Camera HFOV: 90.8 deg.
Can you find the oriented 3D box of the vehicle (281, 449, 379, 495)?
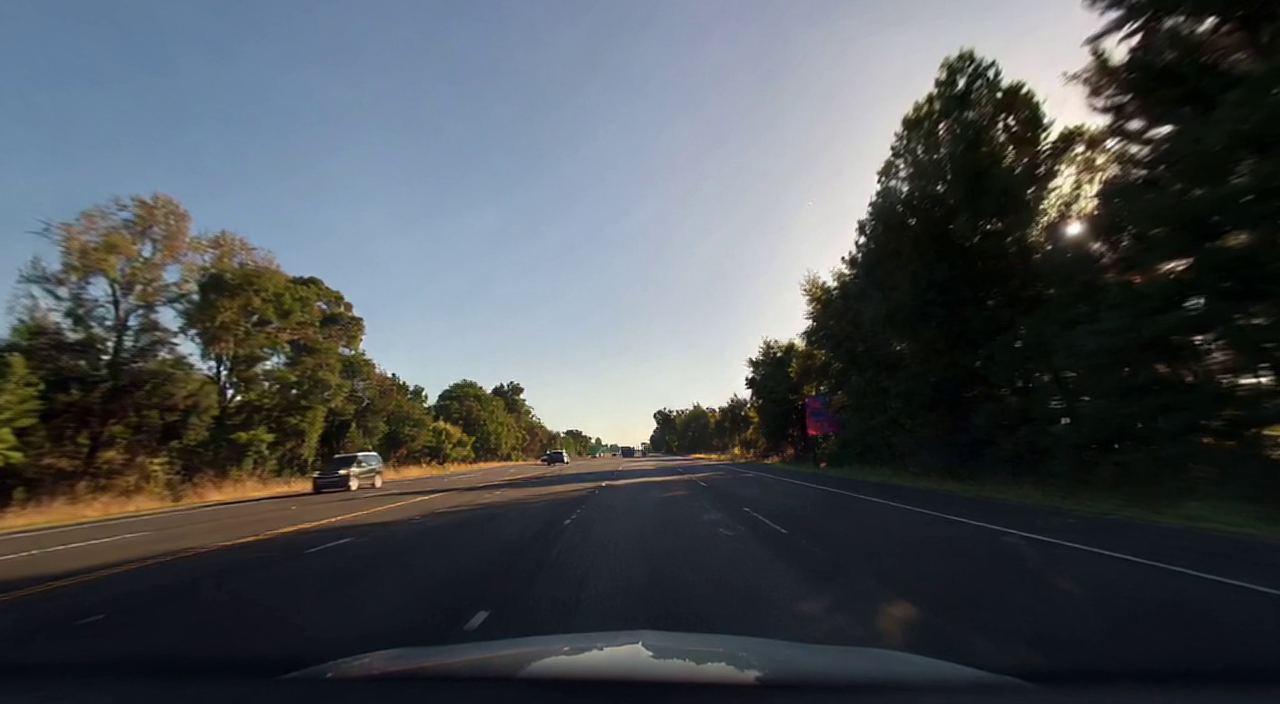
[{"bbox_3d":[-14.463,5.585,29.814,2.114,1.981,4.822,0,-9,0],"label":"vehicle"}]
